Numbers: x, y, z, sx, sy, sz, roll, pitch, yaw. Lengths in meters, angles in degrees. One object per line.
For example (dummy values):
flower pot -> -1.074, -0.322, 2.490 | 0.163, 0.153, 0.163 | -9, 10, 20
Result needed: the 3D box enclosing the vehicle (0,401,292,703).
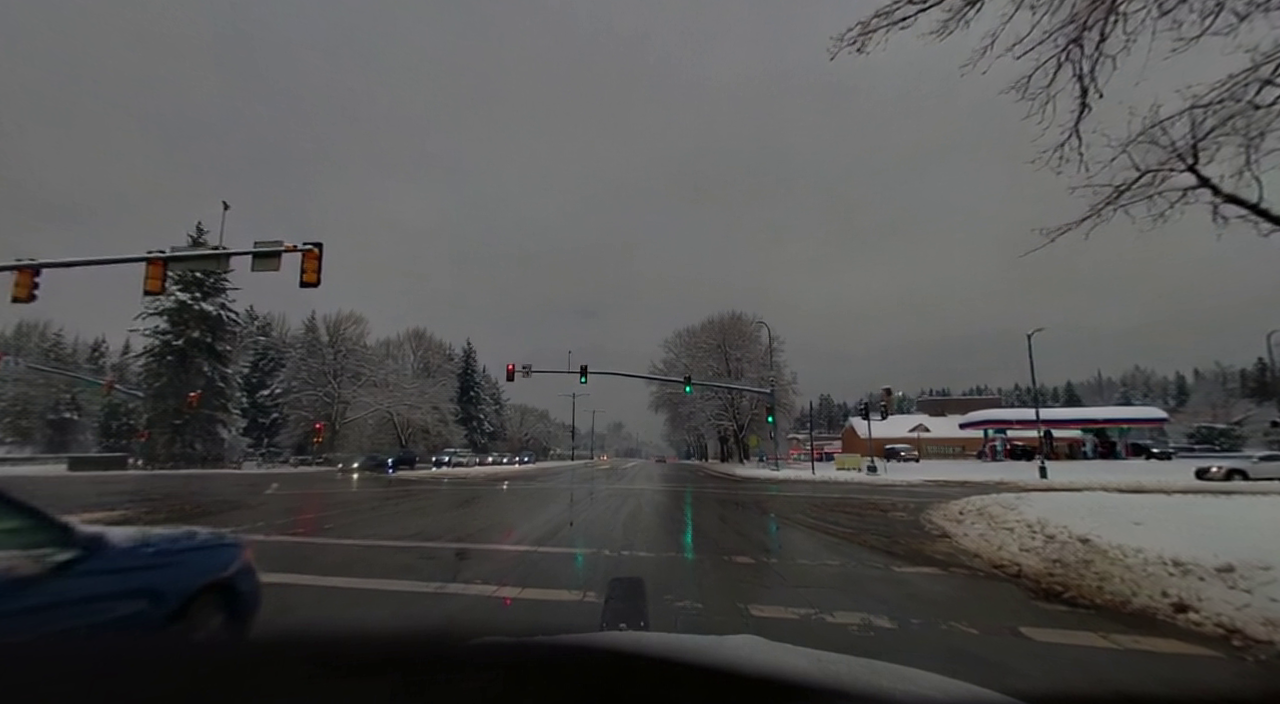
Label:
vehicle -> -3.032, 0.795, 1.235 | 2.041, 1.483, 4.533 | 0, -9, 1
